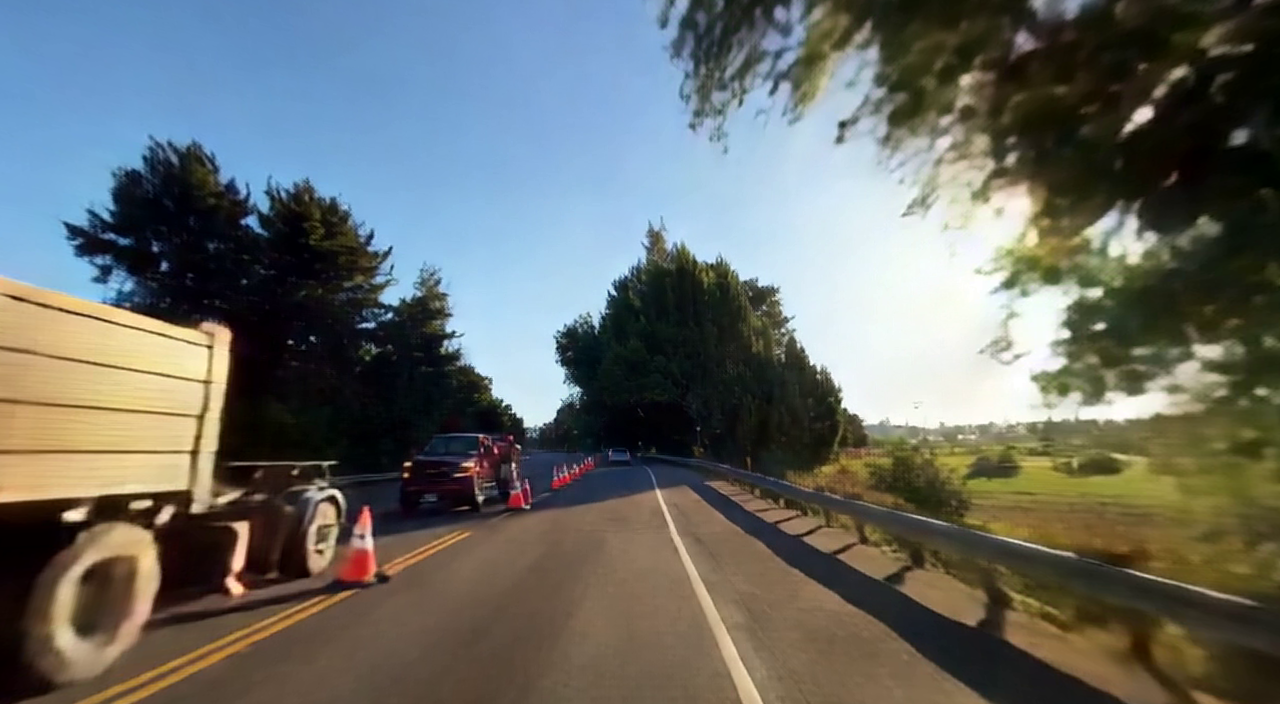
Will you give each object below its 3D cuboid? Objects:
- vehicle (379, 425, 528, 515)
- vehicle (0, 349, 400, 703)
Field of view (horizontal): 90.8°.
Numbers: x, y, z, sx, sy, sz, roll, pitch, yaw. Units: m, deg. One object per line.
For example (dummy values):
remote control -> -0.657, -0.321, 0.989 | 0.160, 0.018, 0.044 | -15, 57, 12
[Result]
vehicle -> -4.587, 2.992, 16.643 | 2.128, 1.944, 5.555 | 0, -9, 1
vehicle -> -4.554, 1.269, 5.283 | 2.519, 1.936, 6.288 | 0, -9, 1
